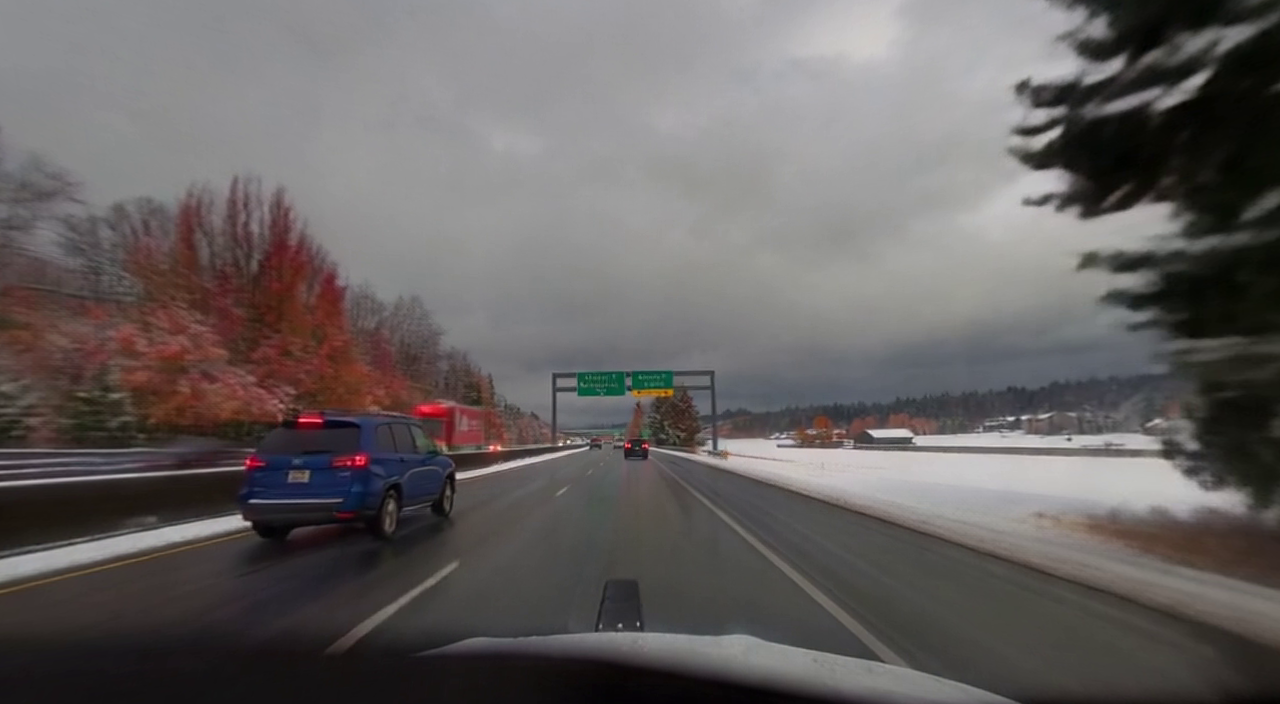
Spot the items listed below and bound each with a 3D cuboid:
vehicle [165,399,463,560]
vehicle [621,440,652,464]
[{"bbox_3d":[-4.109,1.681,8.945,1.924,1.720,4.195,0,-8,0],"label":"vehicle"},{"bbox_3d":[-0.257,6.558,41.546,1.939,1.497,3.863,0,-8,-1],"label":"vehicle"}]
